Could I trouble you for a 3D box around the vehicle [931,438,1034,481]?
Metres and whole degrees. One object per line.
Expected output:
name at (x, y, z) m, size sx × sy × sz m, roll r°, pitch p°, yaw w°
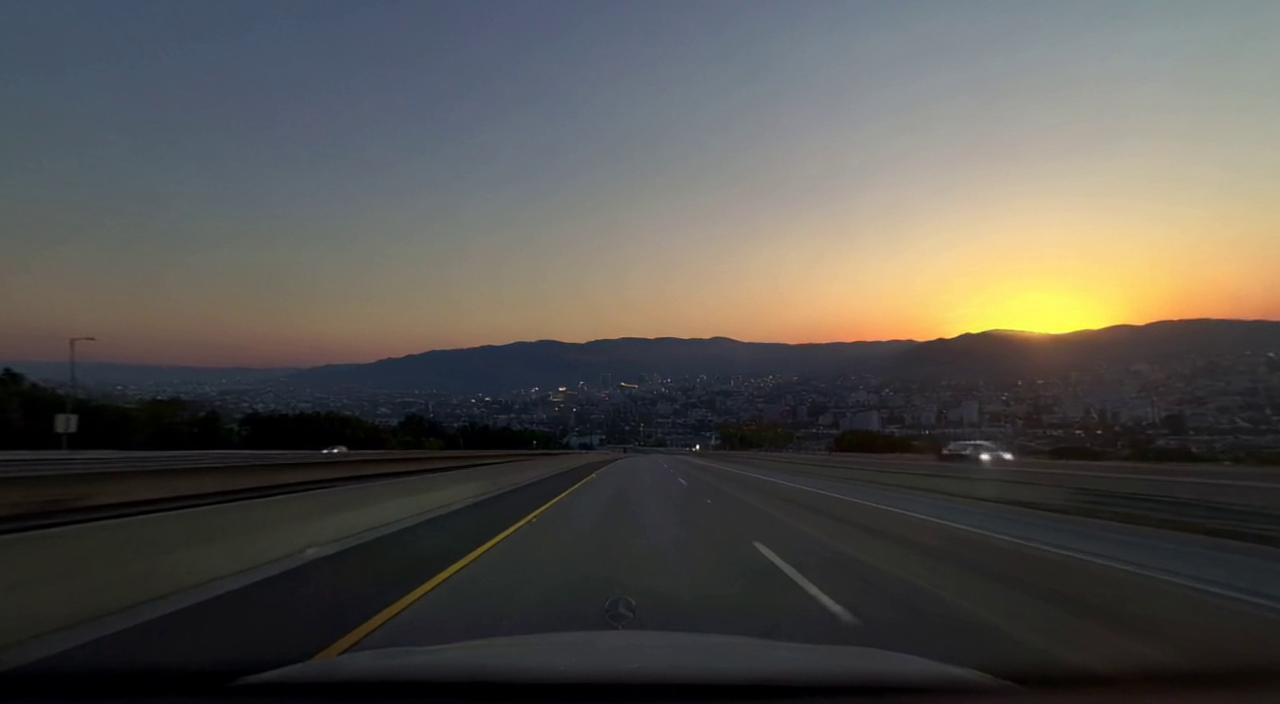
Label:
vehicle at (13.641, 4.273, 25.382) m, size 1.770 × 1.578 × 3.997 m, roll 0°, pitch -8°, yaw -2°
